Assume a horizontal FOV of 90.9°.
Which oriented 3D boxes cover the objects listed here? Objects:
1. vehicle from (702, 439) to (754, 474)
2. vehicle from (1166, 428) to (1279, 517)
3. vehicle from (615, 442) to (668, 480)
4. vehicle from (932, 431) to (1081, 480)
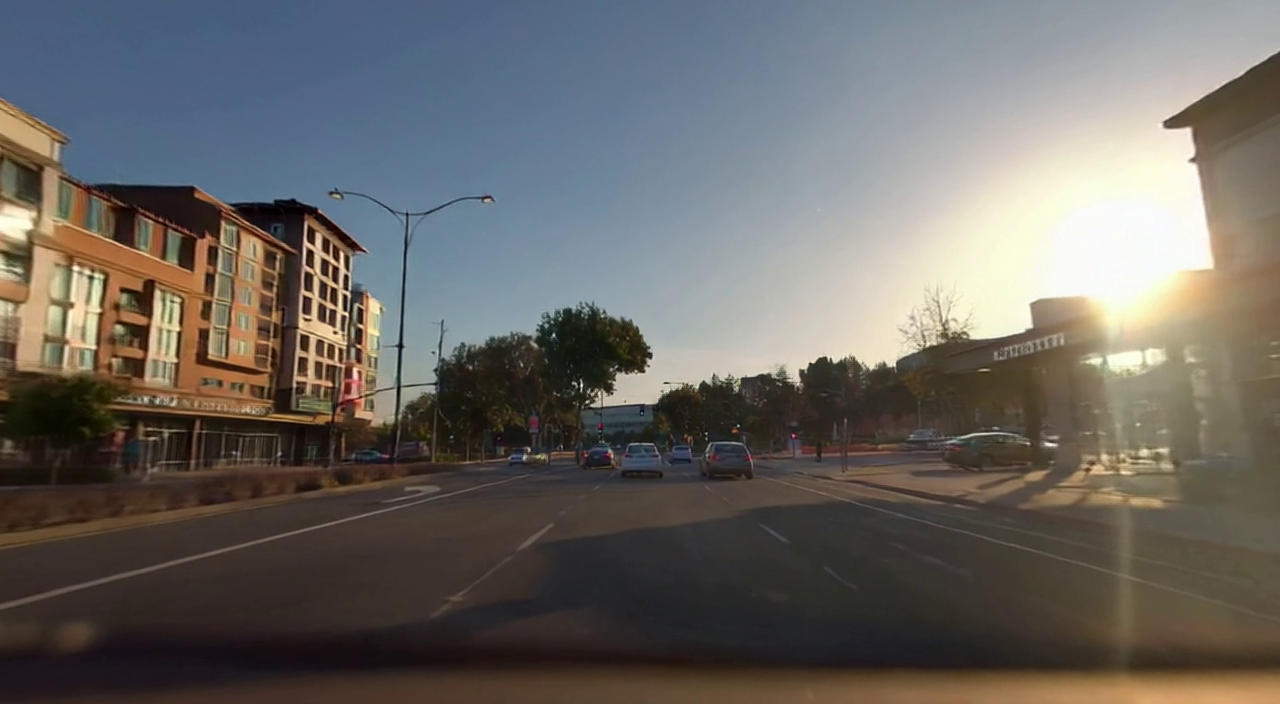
[{"bbox_3d":[4.487,5.382,32.685,2.007,1.683,4.171,0,-8,-1],"label":"vehicle"},{"bbox_3d":[13.898,2.573,13.950,4.654,1.692,1.955,5,-10,-32],"label":"vehicle"},{"bbox_3d":[0.078,4.592,26.890,2.059,1.477,3.988,0,-8,1],"label":"vehicle"},{"bbox_3d":[14.897,4.245,25.853,4.775,1.728,1.996,-2,-9,-1],"label":"vehicle"}]
